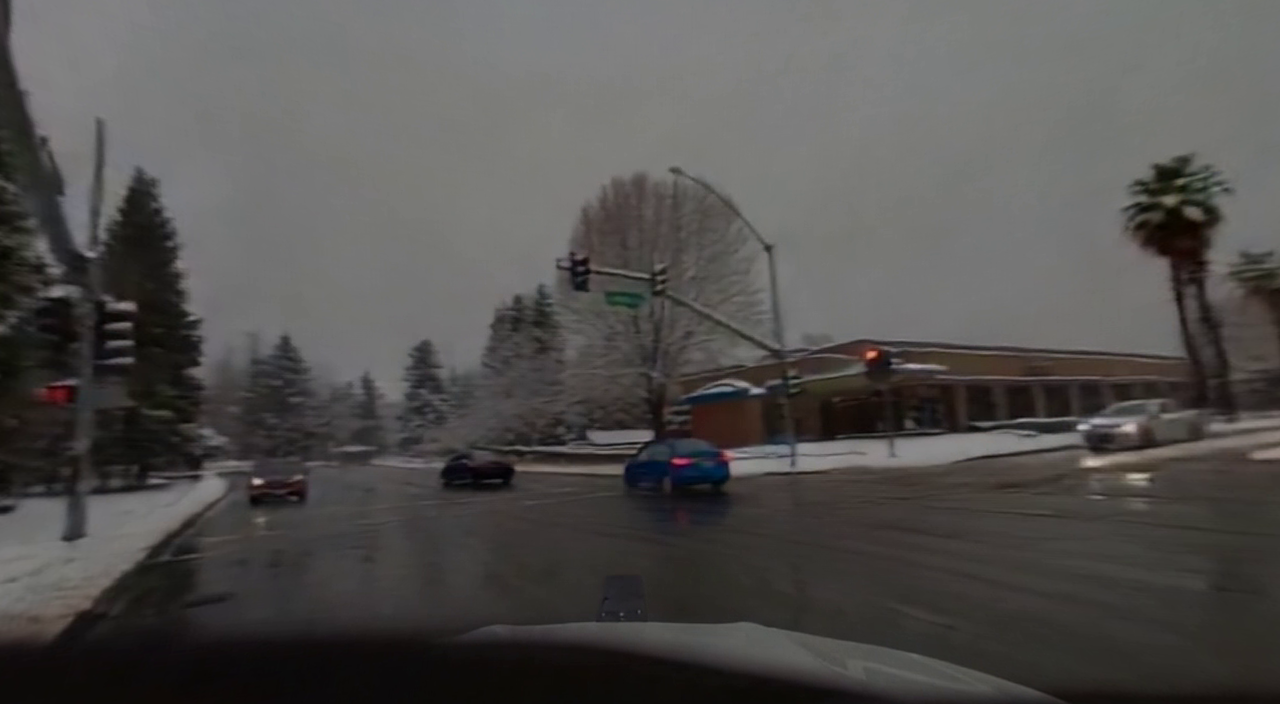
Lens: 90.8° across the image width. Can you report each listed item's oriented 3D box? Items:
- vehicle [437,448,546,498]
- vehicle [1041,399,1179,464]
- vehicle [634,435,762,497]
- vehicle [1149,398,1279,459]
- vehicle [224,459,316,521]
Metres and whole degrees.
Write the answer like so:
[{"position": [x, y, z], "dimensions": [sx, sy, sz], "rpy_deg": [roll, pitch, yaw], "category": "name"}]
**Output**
[{"position": [-5.336, 4.173, 22.259], "dimensions": [2.068, 1.509, 4.687], "rpy_deg": [6, -10, -35], "category": "vehicle"}, {"position": [15.246, 2.550, 20.465], "dimensions": [4.176, 1.593, 2.090], "rpy_deg": [-1, -9, -34], "category": "vehicle"}, {"position": [1.428, 3.099, 17.606], "dimensions": [2.089, 1.471, 4.206], "rpy_deg": [2, -9, -17], "category": "vehicle"}, {"position": [16.307, 2.172, 17.609], "dimensions": [4.348, 1.498, 2.041], "rpy_deg": [5, -10, -35], "category": "vehicle"}, {"position": [-11.478, 4.127, 19.442], "dimensions": [1.951, 1.546, 4.597], "rpy_deg": [6, -10, -35], "category": "vehicle"}]
